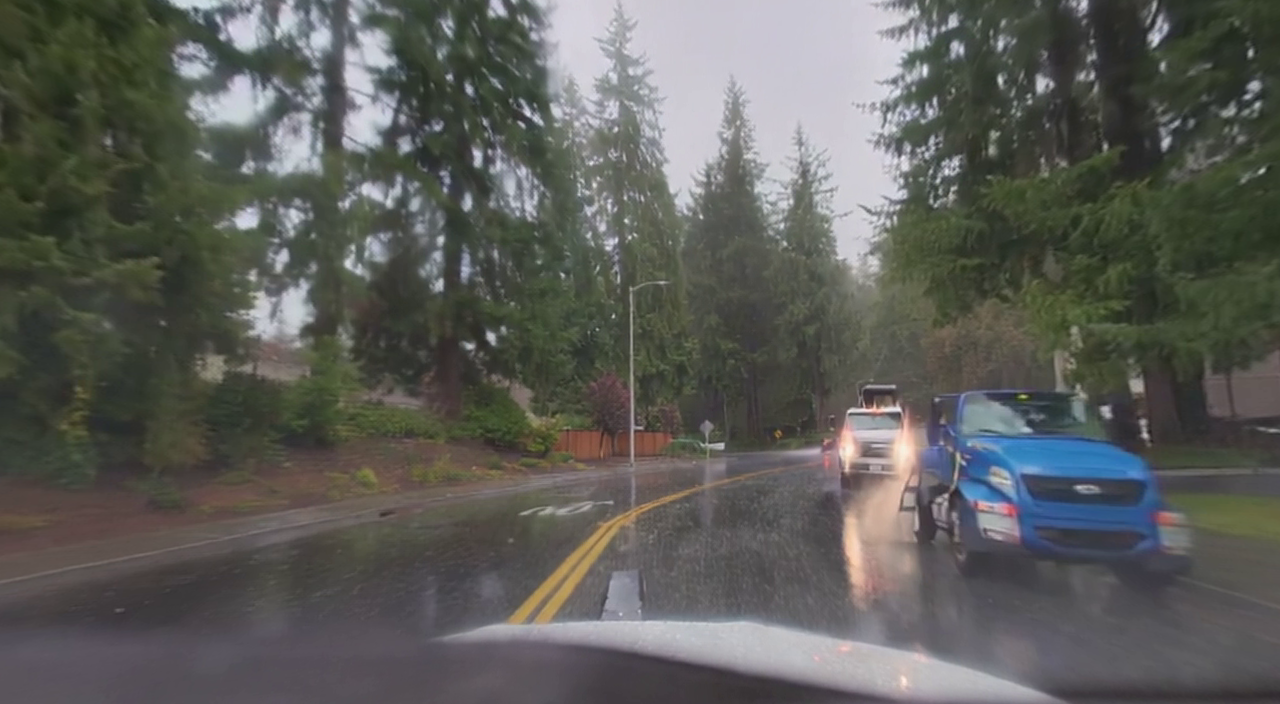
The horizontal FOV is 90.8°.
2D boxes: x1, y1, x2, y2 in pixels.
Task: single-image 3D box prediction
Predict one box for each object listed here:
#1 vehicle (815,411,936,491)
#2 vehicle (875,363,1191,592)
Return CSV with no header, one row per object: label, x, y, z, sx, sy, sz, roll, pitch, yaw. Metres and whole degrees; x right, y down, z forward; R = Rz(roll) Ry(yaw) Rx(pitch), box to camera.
vehicle,7.495,3.151,20.059,2.874,2.021,7.293,-4,-10,21
vehicle,4.480,1.464,7.897,2.043,2.250,3.024,-1,-9,5
